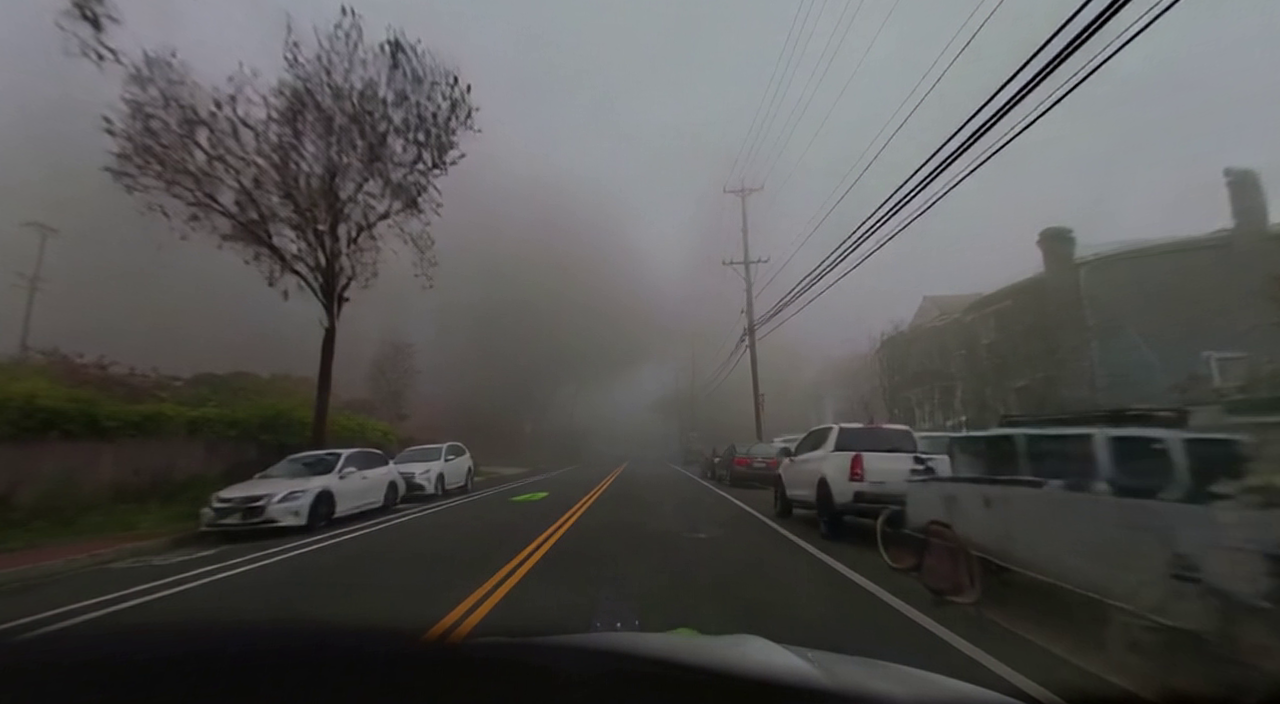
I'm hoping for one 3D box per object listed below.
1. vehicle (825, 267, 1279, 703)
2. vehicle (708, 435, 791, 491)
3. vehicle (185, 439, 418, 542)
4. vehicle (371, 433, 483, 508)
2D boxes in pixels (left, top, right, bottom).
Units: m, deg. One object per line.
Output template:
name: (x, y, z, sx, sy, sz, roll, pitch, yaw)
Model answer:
vehicle: (3.541, 1.070, 5.181, 2.407, 2.069, 5.577, 0, -8, 1)
vehicle: (3.568, 3.700, 21.477, 1.955, 1.665, 4.818, 0, -8, 0)
vehicle: (-6.398, 2.603, 12.746, 2.084, 1.573, 4.599, -2, -7, 1)
vehicle: (-6.367, 3.520, 19.485, 1.947, 1.930, 4.306, -2, -7, 1)
